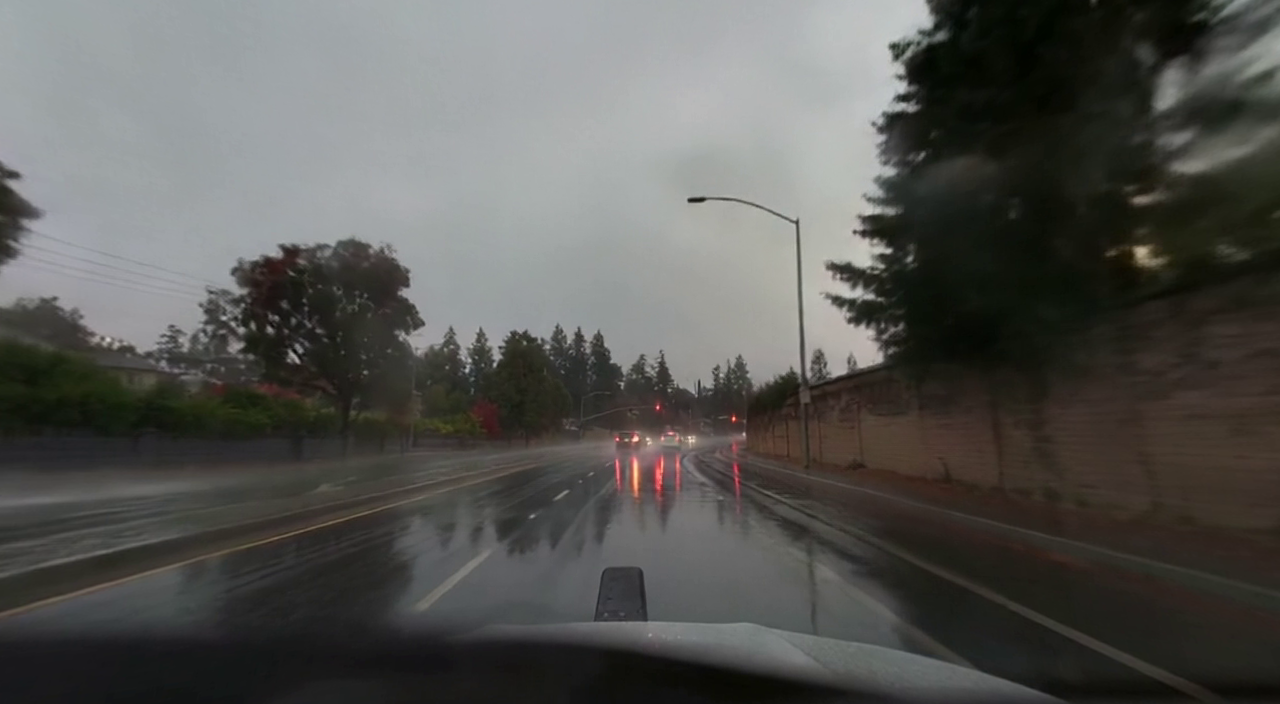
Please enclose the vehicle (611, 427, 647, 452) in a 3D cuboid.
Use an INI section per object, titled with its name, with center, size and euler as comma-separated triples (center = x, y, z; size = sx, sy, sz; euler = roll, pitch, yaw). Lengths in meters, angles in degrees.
[vehicle]
center = -0.800, 6.858, 49.141
size = 2.152, 1.822, 4.391
euler = -1, -8, 9
